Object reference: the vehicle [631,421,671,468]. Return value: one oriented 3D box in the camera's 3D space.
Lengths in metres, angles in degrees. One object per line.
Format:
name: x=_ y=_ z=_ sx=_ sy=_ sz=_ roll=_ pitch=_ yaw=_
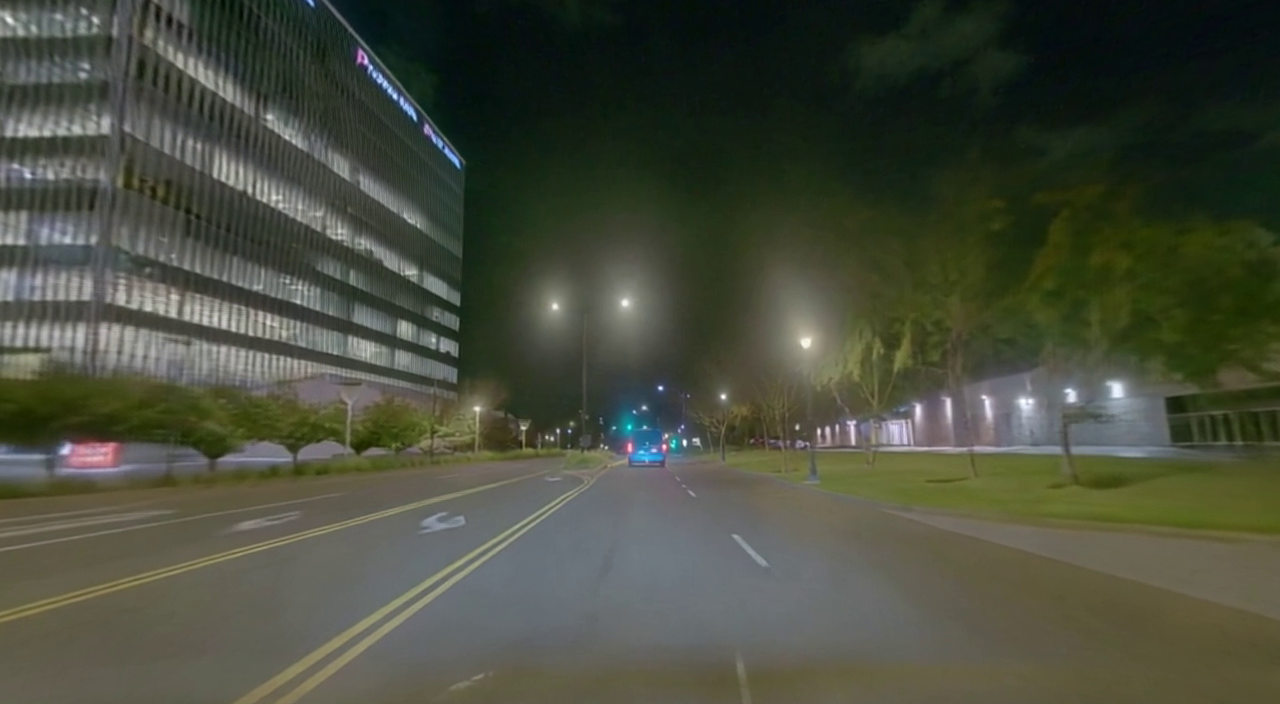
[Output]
vehicle: x=0.662 y=5.945 z=40.586 sx=2.435 sy=2.816 sz=5.232 roll=0 pitch=-8 yaw=0
